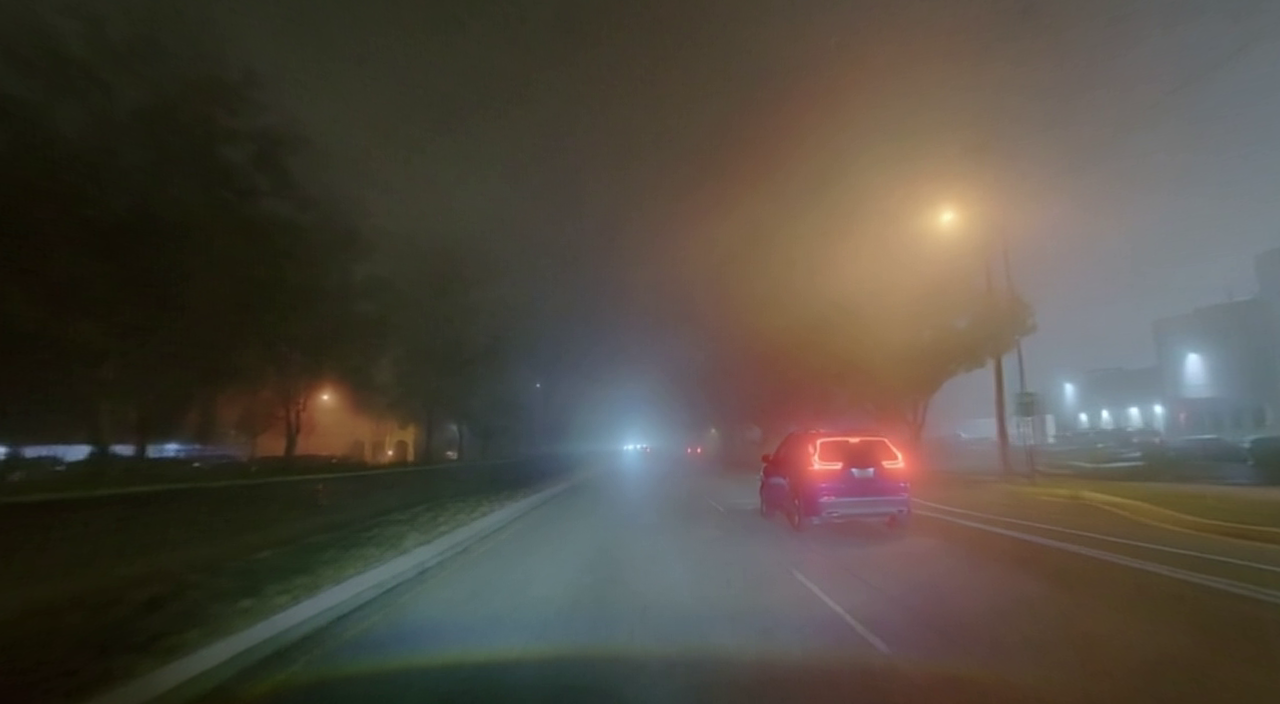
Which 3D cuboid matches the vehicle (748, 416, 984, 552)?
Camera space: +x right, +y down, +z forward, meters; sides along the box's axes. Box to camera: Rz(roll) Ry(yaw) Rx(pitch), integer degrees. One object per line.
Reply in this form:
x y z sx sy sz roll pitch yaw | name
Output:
3.193 1.967 10.073 2.060 1.665 4.284 0 -9 -1 | vehicle
